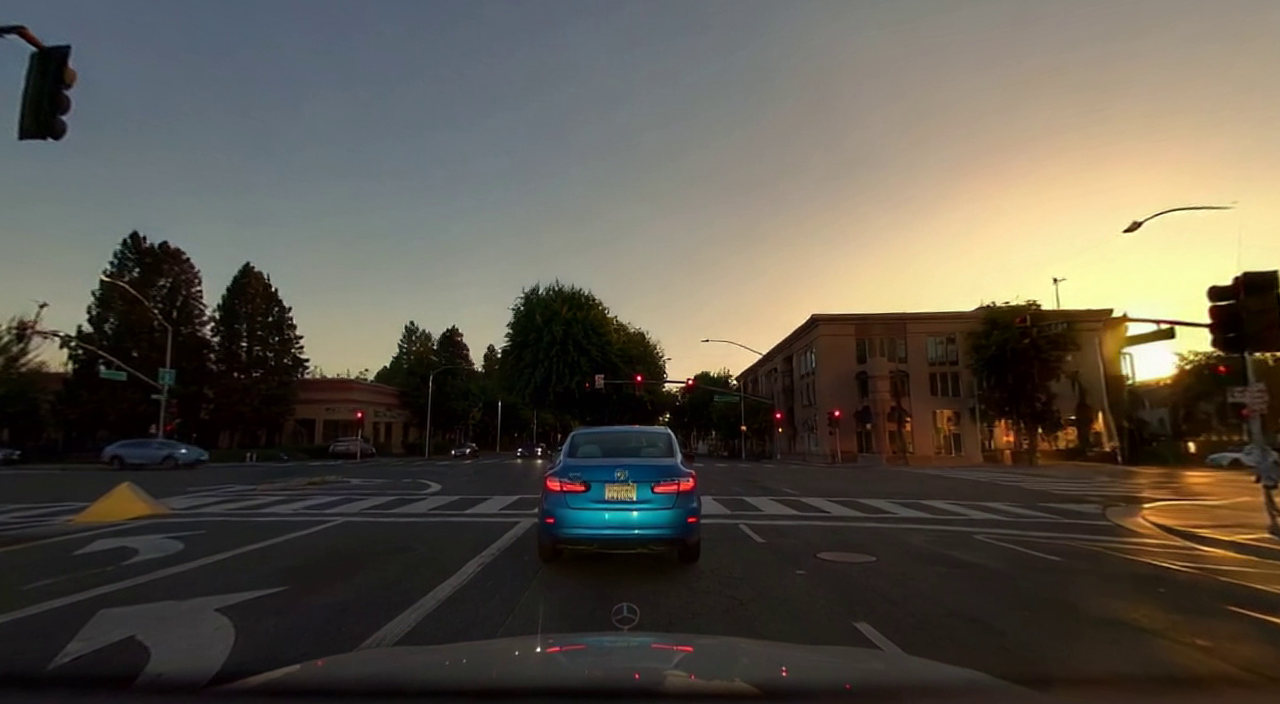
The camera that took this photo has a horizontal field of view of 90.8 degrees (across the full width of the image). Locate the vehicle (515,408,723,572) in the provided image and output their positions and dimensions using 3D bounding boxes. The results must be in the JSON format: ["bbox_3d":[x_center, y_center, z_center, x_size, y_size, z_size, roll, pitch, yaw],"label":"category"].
[{"bbox_3d":[-0.234,1.664,8.332,2.066,1.618,3.922,0,-8,-1],"label":"vehicle"}]

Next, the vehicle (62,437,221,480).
[{"bbox_3d":[-20.886,4.471,26.643,4.912,1.731,2.022,0,-8,-1],"label":"vehicle"}]
